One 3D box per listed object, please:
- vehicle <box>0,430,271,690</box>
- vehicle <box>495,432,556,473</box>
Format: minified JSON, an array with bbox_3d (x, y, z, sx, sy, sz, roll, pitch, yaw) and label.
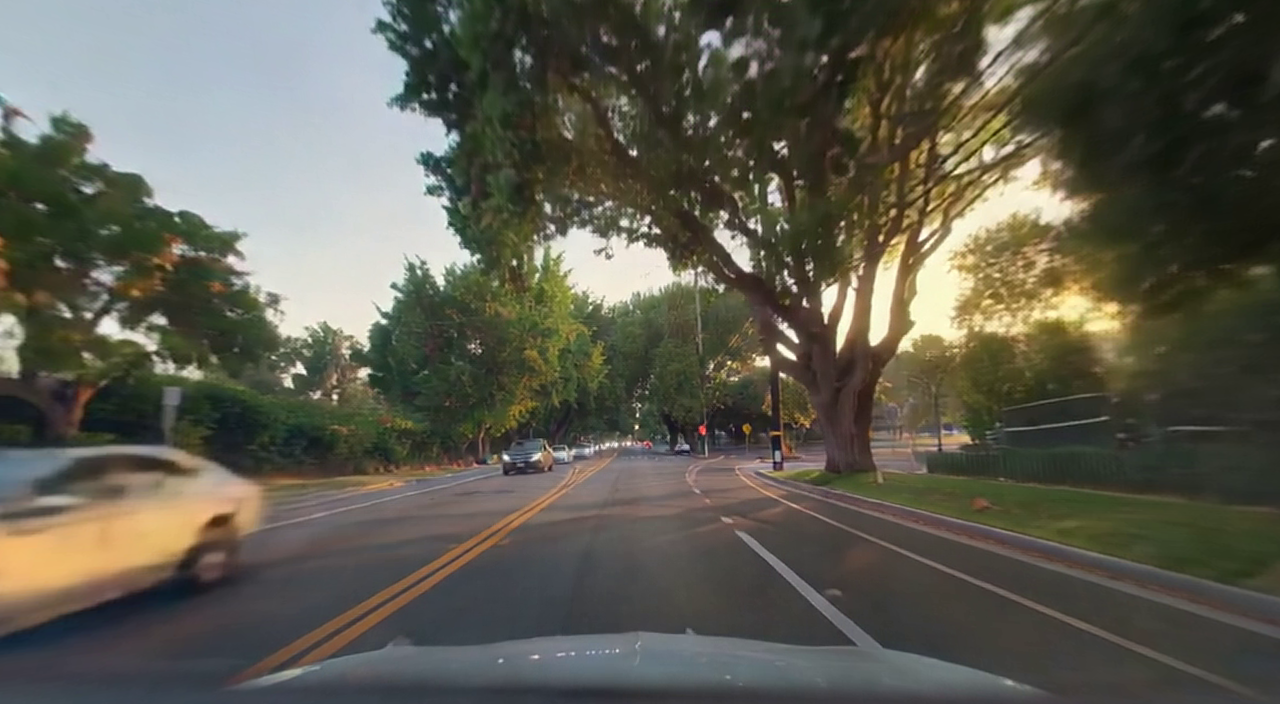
[{"bbox_3d":[-4.648,1.271,4.105,1.966,1.468,4.207,-1,-9,0],"label":"vehicle"},{"bbox_3d":[-5.387,4.827,30.368,2.228,1.792,4.397,0,-9,-1],"label":"vehicle"}]
